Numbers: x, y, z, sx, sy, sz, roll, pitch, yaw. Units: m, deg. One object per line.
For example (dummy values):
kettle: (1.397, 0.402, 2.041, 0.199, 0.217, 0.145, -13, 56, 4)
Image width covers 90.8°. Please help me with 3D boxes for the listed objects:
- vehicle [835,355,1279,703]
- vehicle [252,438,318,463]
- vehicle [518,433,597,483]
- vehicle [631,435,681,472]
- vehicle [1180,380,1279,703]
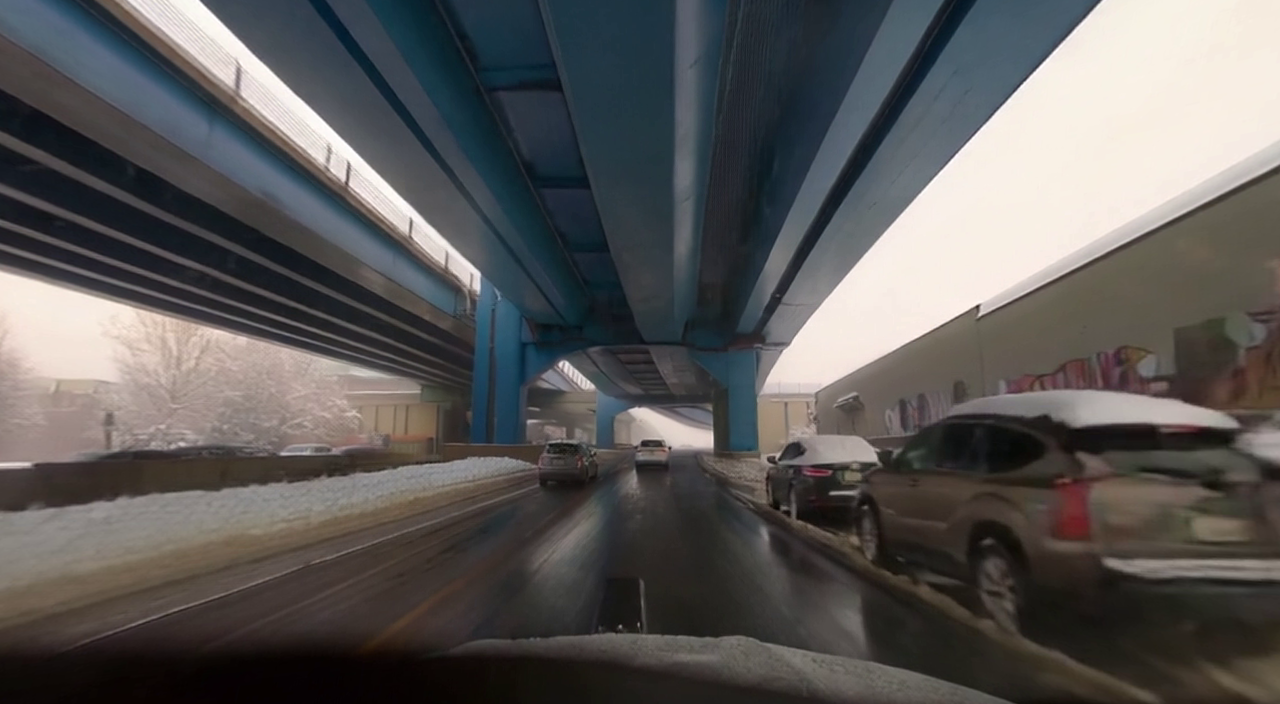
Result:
vehicle: (3.351, 1.211, 5.421, 2.043, 1.796, 4.242, 0, -8, 1)
vehicle: (-27.205, 7.539, 48.619, 2.174, 1.824, 4.764, 0, -8, 2)
vehicle: (-2.750, 3.667, 22.159, 2.024, 1.533, 4.549, 0, -8, 2)
vehicle: (0.742, 4.681, 29.279, 2.155, 1.571, 3.734, 0, -8, 2)
vehicle: (3.288, 0.663, 0.579, 1.983, 1.589, 4.010, 0, -8, 0)
